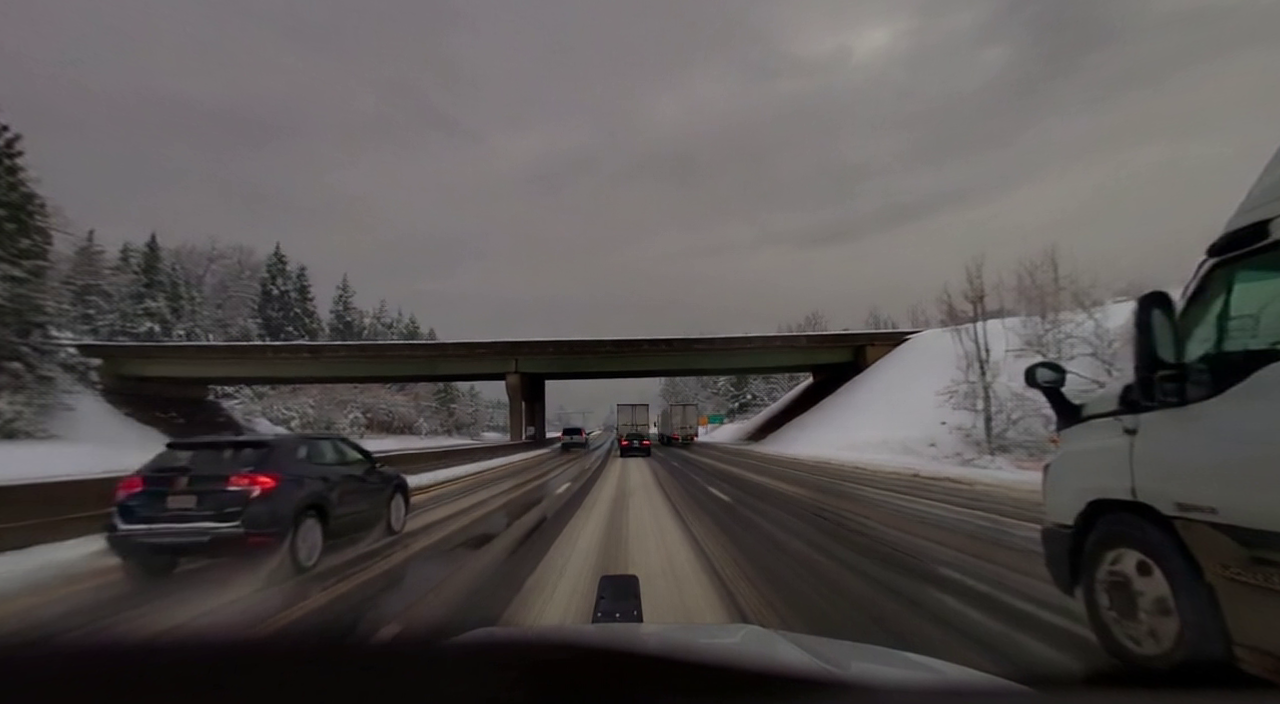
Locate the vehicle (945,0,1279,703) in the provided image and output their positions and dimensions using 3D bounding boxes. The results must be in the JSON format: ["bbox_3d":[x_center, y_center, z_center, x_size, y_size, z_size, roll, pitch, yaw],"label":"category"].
[{"bbox_3d":[3.899,-0.199,0.983,2.783,3.483,7.836,0,-8,-1],"label":"vehicle"}]

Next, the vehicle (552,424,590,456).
[{"bbox_3d":[-4.480,5.819,41.619,2.013,1.961,4.692,0,-8,0],"label":"vehicle"}]

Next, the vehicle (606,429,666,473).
[{"bbox_3d":[-0.175,3.681,23.707,2.059,1.522,3.693,0,-8,-1],"label":"vehicle"}]

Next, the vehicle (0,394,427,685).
[{"bbox_3d":[-3.742,1.312,5.758,1.979,1.527,4.754,0,-8,-1],"label":"vehicle"}]
